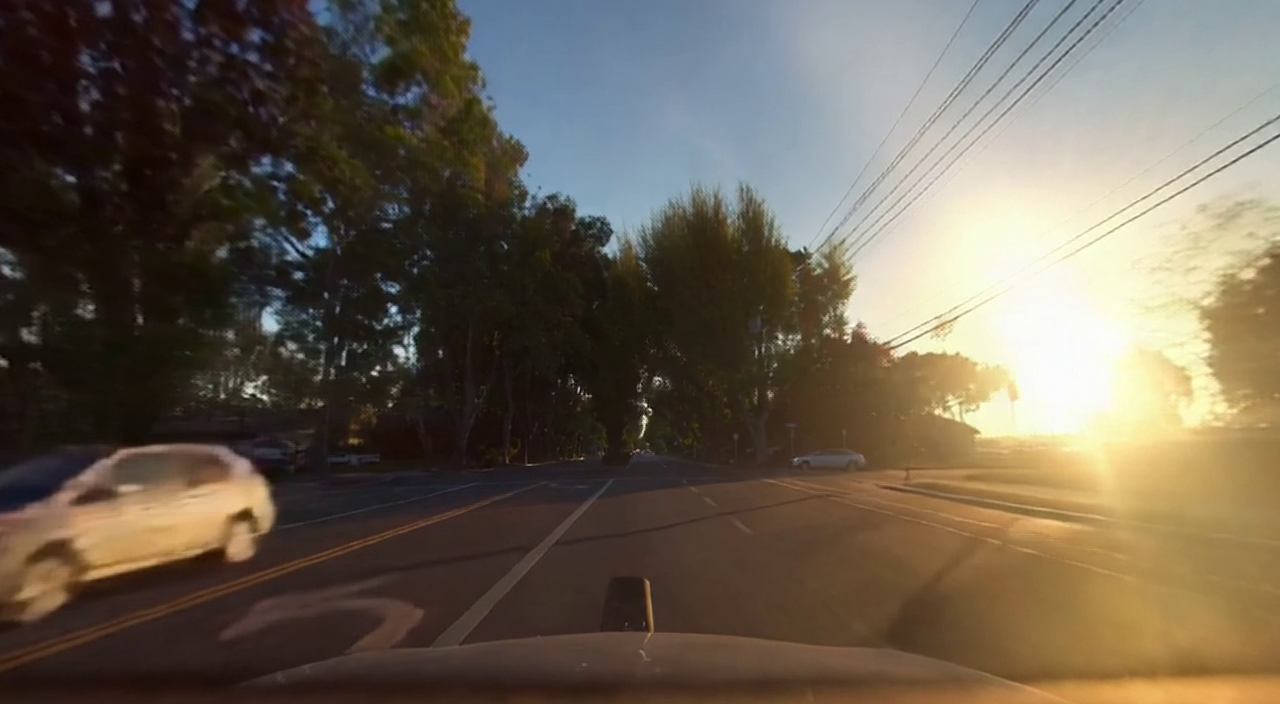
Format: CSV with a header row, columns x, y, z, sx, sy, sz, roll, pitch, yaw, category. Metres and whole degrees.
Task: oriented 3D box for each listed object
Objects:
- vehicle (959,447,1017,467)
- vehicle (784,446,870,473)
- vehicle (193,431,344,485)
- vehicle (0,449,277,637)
x,y,z,sx,sy,sz,roll,pitch,yaw,category
27.330,8.221,49.642,1.787,1.465,4.681,0,-9,-2,vehicle
11.436,6.604,38.789,4.565,1.600,2.023,1,-9,-5,vehicle
-20.503,5.895,35.069,6.794,2.863,2.387,0,-9,1,vehicle
-6.505,1.887,7.005,2.163,1.588,4.509,0,-9,1,vehicle
